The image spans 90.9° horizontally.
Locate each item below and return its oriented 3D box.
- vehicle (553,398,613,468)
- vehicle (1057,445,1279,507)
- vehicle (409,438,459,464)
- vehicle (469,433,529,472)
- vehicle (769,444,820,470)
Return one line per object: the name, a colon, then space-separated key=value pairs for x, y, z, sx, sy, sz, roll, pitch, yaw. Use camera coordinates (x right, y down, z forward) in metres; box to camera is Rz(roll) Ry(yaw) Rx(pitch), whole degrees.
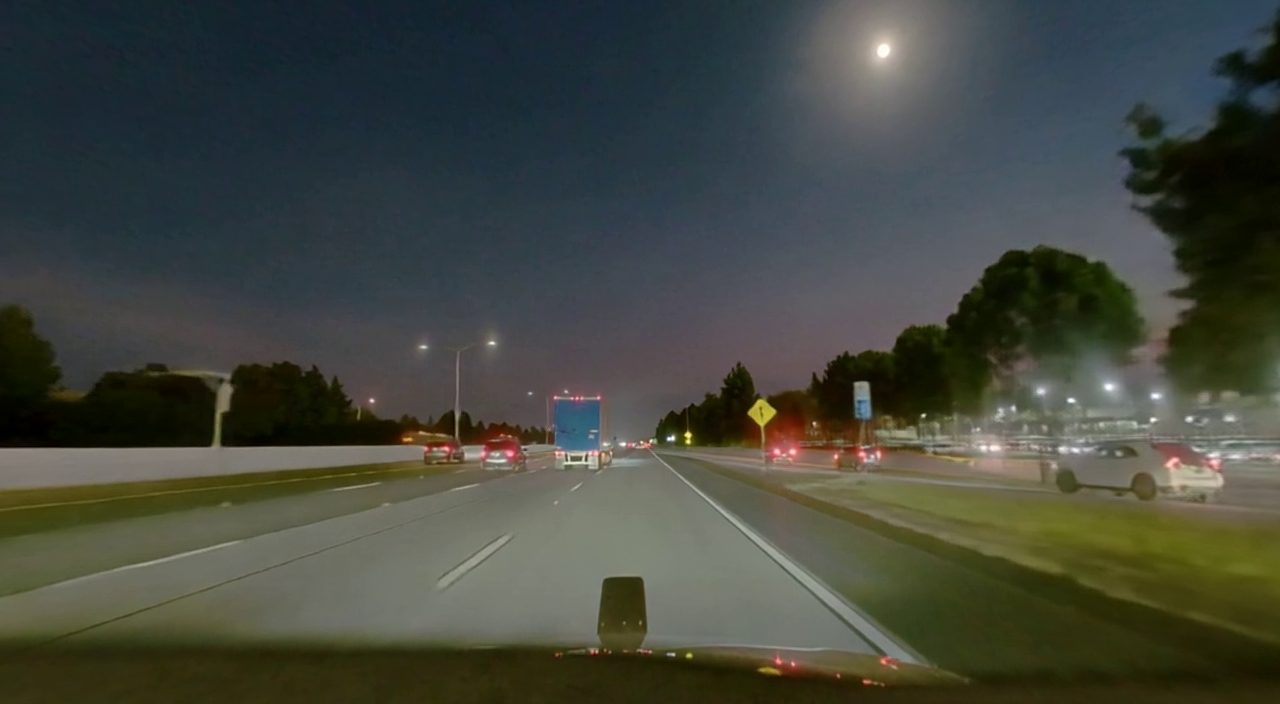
vehicle: x=-3.604 y=5.656 z=43.243 sx=2.905 sy=4.037 sz=12.921 roll=0 pitch=-8 yaw=0
vehicle: x=14.767 y=3.416 z=17.997 sx=2.022 sy=1.505 sz=4.786 roll=1 pitch=-8 yaw=-8
vehicle: x=-14.430 y=6.955 z=44.437 sx=1.997 sy=1.695 sz=4.492 roll=0 pitch=-8 yaw=1
vehicle: x=-7.199 y=5.191 z=32.718 sx=2.058 sy=1.840 sz=4.443 roll=0 pitch=-8 yaw=1
vehicle: x=10.662 y=7.272 z=43.974 sx=2.083 sy=1.706 sz=4.129 roll=1 pitch=-8 yaw=-7
